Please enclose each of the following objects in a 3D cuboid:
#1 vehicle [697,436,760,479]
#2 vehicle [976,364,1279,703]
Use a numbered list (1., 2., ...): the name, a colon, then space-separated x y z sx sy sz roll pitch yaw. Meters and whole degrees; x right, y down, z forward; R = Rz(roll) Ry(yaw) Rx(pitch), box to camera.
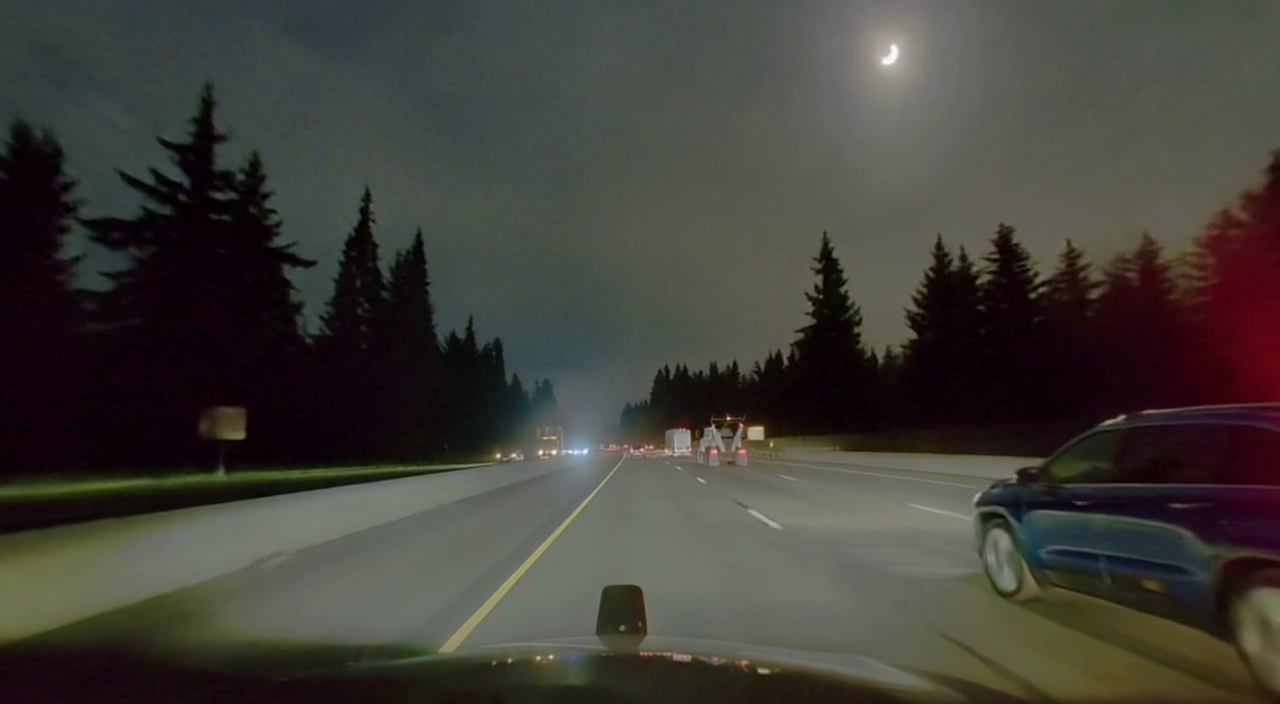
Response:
1. vehicle: 3.691 4.496 27.082 2.022 1.658 4.132 0 -9 -1
2. vehicle: 3.900 0.927 3.314 2.005 1.604 4.002 0 -9 0
